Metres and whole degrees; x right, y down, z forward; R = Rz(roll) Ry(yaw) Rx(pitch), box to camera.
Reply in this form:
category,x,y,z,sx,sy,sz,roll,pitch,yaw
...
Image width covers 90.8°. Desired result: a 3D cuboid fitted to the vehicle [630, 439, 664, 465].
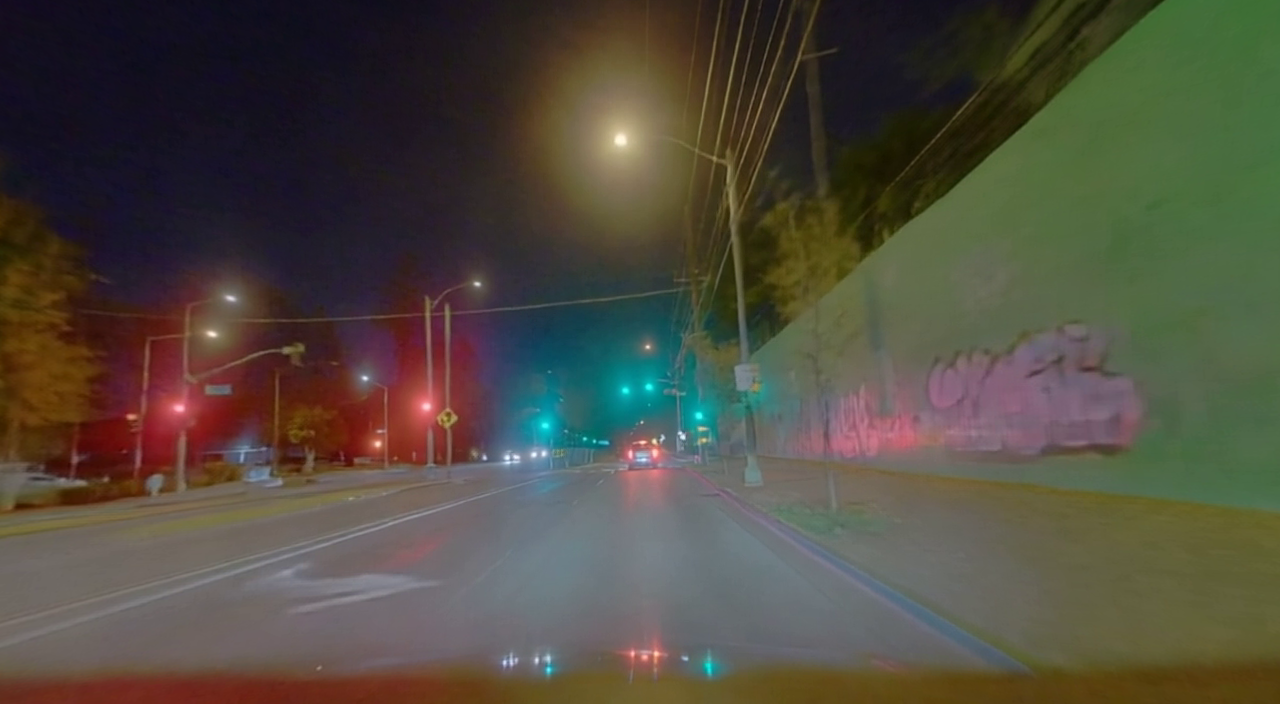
category,x,y,z,sx,sy,sz,roll,pitch,yaw
vehicle,0.414,6.529,41.245,2.105,1.611,3.750,0,-8,0
